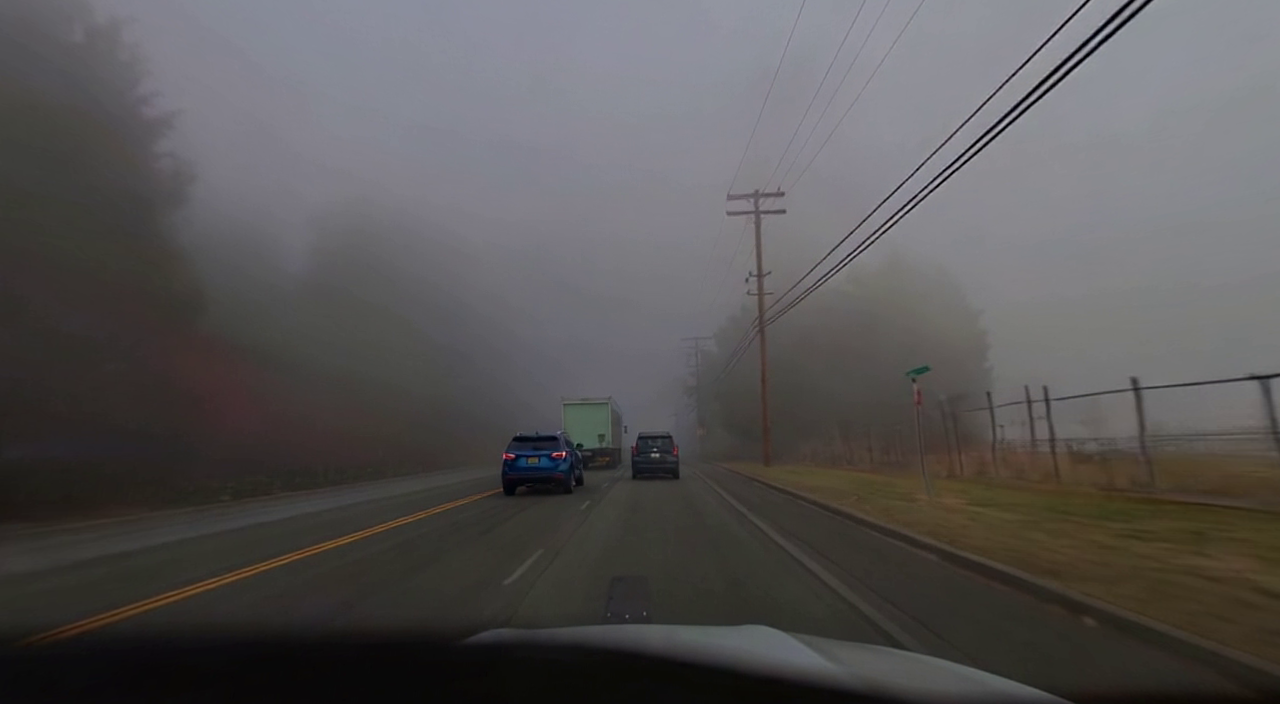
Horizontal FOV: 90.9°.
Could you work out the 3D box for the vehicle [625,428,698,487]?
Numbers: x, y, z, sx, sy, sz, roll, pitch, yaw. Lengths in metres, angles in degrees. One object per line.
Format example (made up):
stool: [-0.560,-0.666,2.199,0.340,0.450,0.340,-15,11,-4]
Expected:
vehicle: [0.674,3.445,20.852,2.174,1.749,4.113,0,-9,1]

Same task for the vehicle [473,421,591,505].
vehicle: [-2.566,2.803,16.254,2.093,1.832,4.508,0,-9,2]

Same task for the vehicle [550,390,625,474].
vehicle: [-2.405,4.299,32.942,2.928,3.658,10.953,0,-9,0]
